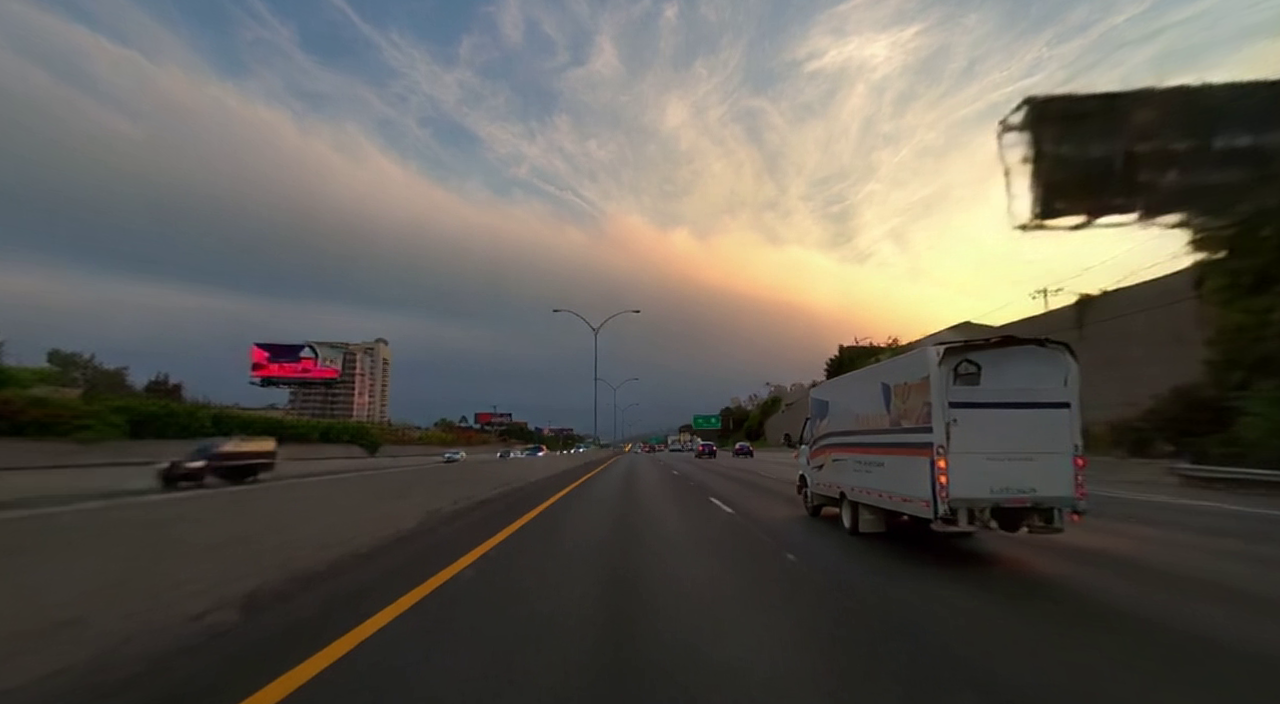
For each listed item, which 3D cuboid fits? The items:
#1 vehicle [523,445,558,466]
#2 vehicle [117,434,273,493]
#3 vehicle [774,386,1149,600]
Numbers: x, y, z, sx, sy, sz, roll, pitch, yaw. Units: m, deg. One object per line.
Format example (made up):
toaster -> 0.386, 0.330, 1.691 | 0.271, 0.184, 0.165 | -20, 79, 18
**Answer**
vehicle -> -7.770, 8.094, 49.610 | 2.035, 1.508, 3.950 | 0, -8, 0
vehicle -> -17.633, 4.428, 25.540 | 2.289, 2.077, 5.418 | 0, -8, 1
vehicle -> 3.073, 1.468, 7.397 | 1.973, 1.710, 4.476 | 0, -9, -1
